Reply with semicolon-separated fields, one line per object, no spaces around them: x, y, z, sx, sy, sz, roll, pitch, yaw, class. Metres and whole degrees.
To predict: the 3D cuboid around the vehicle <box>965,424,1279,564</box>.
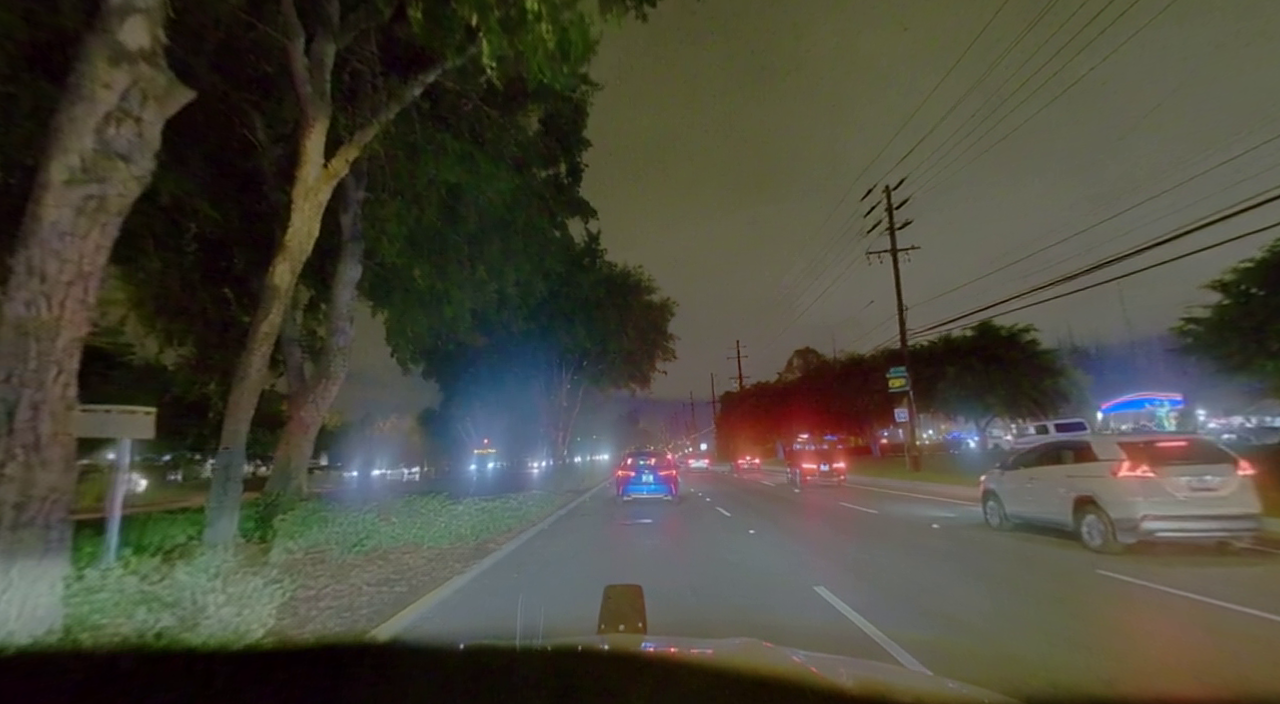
7.292;2.028;9.837;1.983;1.649;4.557;0;-8;0;vehicle

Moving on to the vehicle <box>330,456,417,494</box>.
-12.097;5.591;29.026;1.942;1.481;4.621;0;-8;0;vehicle

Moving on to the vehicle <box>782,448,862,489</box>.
7.274;4.654;25.674;1.850;1.480;4.474;0;-8;-1;vehicle

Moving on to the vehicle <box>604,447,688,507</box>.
0.157;3.435;17.823;2.108;1.479;3.935;0;-8;0;vehicle

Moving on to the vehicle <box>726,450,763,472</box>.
7.753;8.136;47.290;1.899;1.458;4.499;0;-8;-1;vehicle
